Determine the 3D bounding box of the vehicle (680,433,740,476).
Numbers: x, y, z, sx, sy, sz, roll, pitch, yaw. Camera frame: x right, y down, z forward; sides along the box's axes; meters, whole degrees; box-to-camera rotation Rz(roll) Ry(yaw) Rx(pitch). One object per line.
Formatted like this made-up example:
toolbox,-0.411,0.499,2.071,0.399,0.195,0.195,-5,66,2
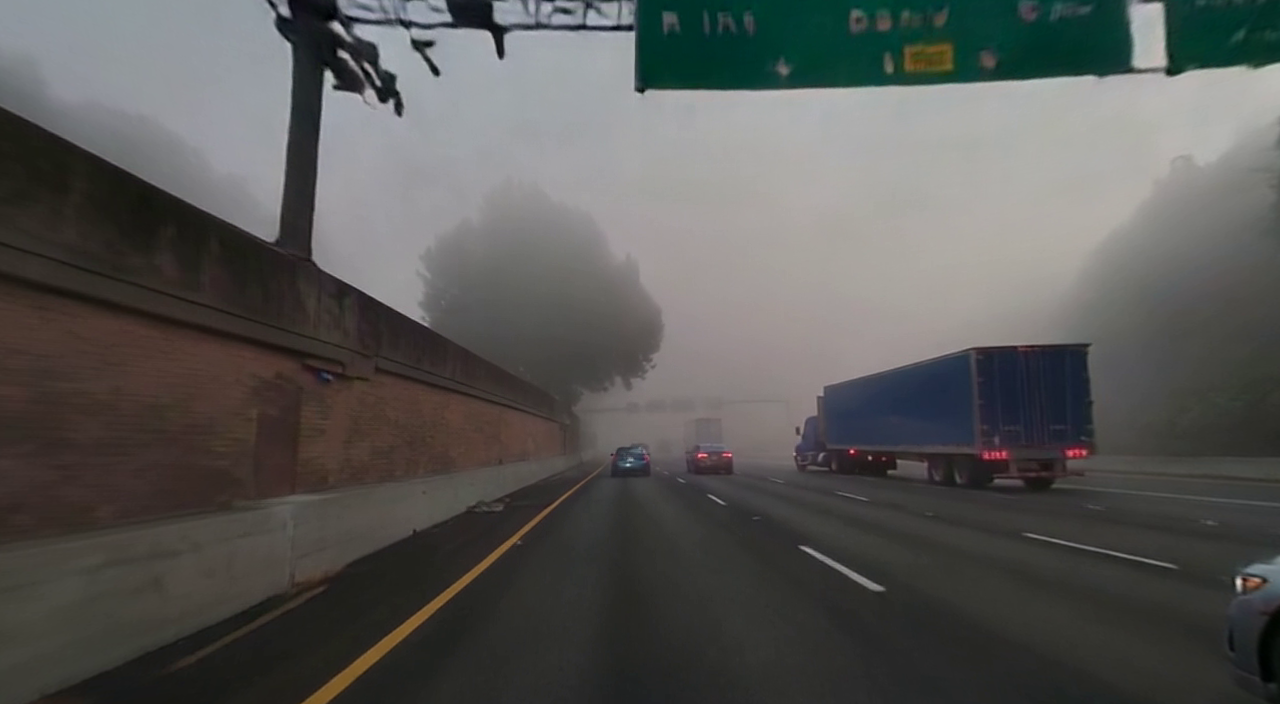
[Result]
vehicle,3.189,4.821,29.862,2.114,1.849,4.692,0,-9,-2

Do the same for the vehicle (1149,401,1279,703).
vehicle,3.507,0.701,0.986,1.922,1.465,4.165,0,-9,0

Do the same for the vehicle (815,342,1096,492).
vehicle,10.856,2.919,25.264,2.914,4.134,15.553,0,-9,-1

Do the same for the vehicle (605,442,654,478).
vehicle,-0.491,4.882,28.791,2.083,1.477,3.965,0,-9,-2
